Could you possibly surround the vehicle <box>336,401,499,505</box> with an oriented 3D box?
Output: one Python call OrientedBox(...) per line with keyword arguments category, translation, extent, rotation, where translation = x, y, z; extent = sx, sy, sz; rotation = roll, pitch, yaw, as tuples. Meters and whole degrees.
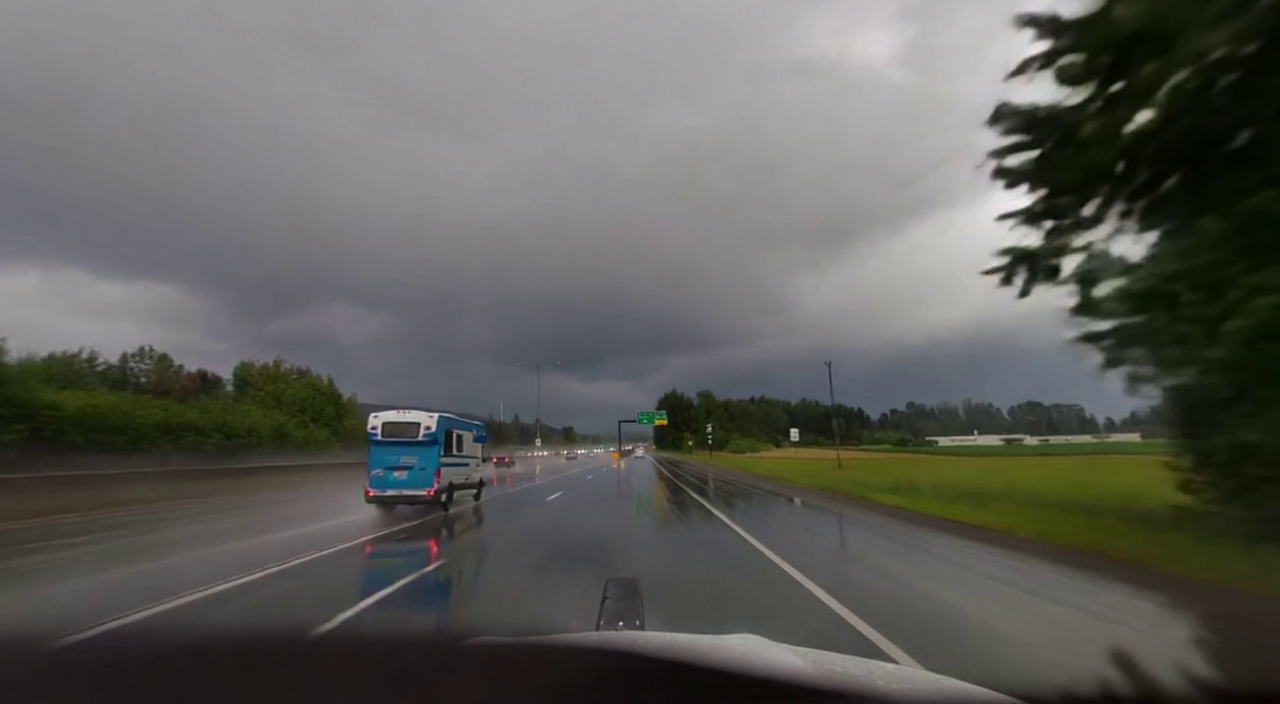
OrientedBox(category="vehicle", translation=(-7.190, 3.444, 21.784), extent=(2.747, 2.934, 7.411), rotation=(0, -9, 2))
